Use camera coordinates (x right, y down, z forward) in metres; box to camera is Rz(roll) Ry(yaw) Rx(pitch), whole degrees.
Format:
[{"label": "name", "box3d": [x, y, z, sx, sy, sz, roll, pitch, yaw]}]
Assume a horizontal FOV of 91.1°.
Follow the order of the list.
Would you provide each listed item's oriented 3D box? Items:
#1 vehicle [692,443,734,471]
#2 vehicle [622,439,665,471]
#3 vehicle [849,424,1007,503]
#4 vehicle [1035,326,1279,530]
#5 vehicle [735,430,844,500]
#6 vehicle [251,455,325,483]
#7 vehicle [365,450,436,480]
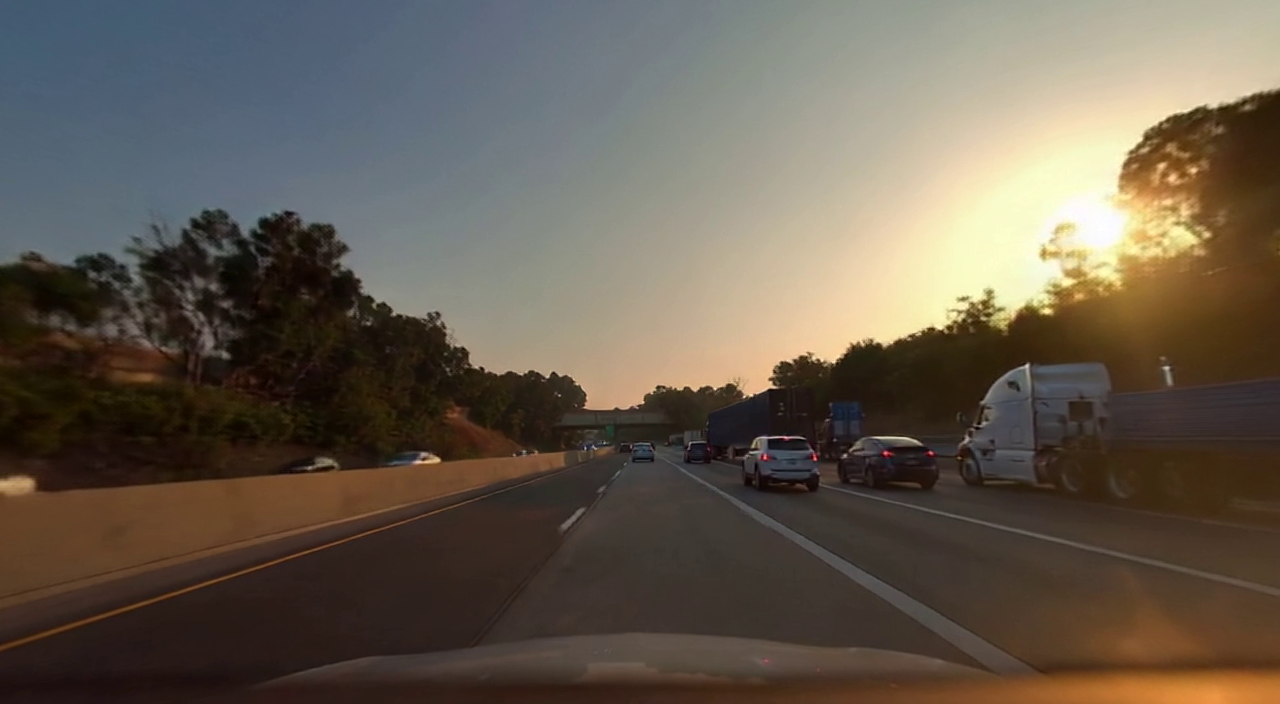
[{"label": "vehicle", "box3d": [4.074, 5.941, 35.750, 1.888, 1.501, 4.608, 0, -8, 0]}, {"label": "vehicle", "box3d": [0.225, 5.933, 36.326, 2.313, 1.736, 4.215, 0, -8, 1]}, {"label": "vehicle", "box3d": [7.535, 2.948, 17.073, 1.985, 1.835, 4.681, 0, -8, -1]}, {"label": "vehicle", "box3d": [11.616, 1.364, 11.066, 2.786, 3.226, 9.750, 0, -8, -1]}, {"label": "vehicle", "box3d": [4.005, 3.087, 17.595, 1.972, 1.693, 4.139, 0, -8, -1]}, {"label": "vehicle", "box3d": [-21.073, 7.009, 37.825, 1.846, 1.475, 4.384, 0, -8, 1]}, {"label": "vehicle", "box3d": [-13.056, 6.170, 34.521, 1.920, 1.481, 4.706, 0, -8, 2]}]
